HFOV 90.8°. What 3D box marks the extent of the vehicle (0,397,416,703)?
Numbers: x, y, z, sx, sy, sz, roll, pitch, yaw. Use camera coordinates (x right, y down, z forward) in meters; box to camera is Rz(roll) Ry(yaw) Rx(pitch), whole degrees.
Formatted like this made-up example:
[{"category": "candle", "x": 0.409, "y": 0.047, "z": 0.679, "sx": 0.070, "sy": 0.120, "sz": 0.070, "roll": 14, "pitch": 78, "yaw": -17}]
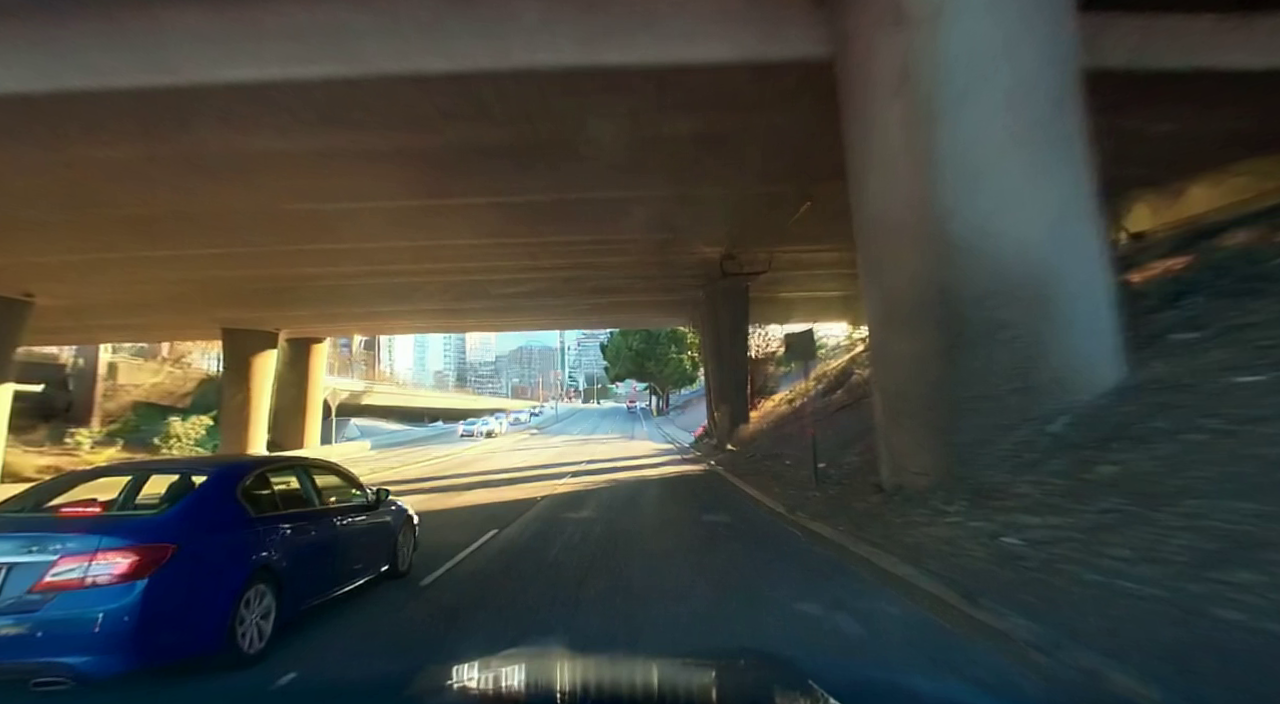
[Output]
[{"category": "vehicle", "x": -3.172, "y": 1.156, "z": 3.813, "sx": 2.041, "sy": 1.470, "sz": 4.290, "roll": 0, "pitch": -9, "yaw": 0}]
